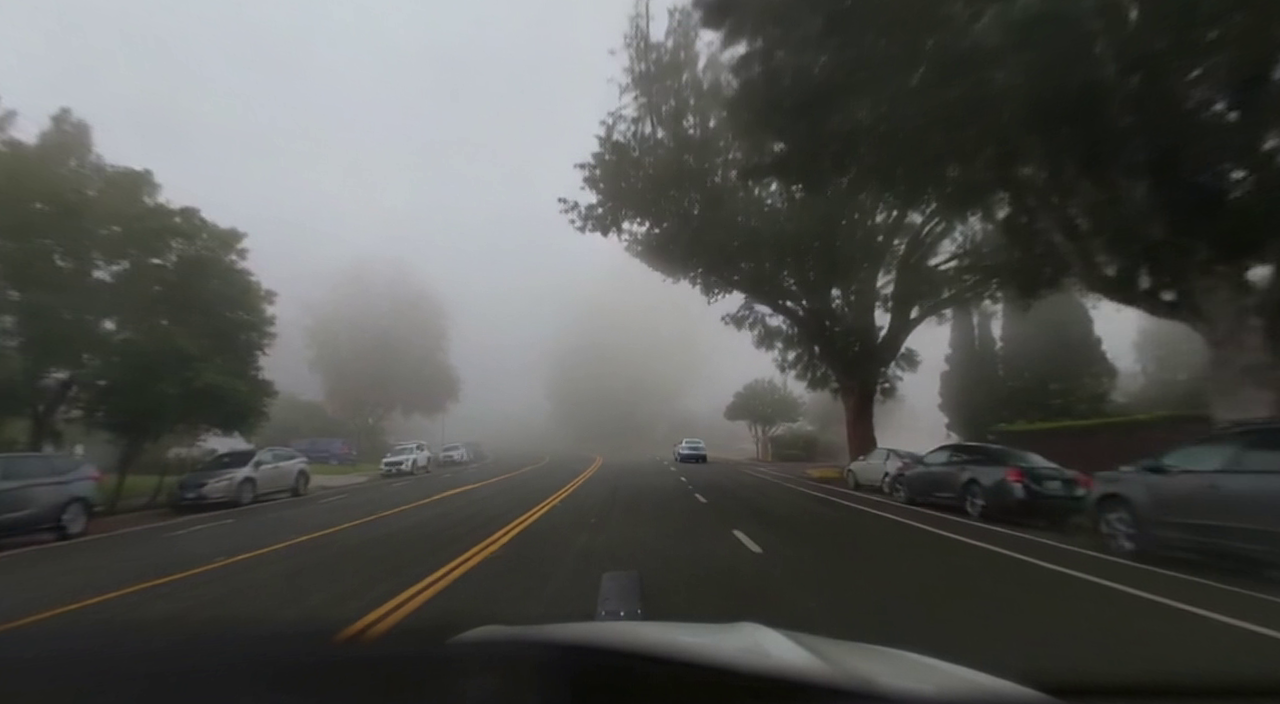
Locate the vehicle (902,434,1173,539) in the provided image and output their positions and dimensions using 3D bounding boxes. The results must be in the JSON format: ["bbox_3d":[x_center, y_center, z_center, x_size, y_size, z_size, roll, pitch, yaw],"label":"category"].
[{"bbox_3d":[7.385,2.511,12.638,1.900,1.634,5.232,0,-8,-2],"label":"vehicle"}]

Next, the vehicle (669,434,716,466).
[{"bbox_3d":[2.869,5.499,35.583,1.951,1.620,4.582,1,-8,-4],"label":"vehicle"}]

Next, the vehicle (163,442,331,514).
[{"bbox_3d":[-11.472,3.652,18.968,2.049,1.848,4.693,0,-8,-1],"label":"vehicle"}]

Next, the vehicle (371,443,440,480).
[{"bbox_3d":[-12.189,5.707,33.204,2.032,1.773,4.471,0,-8,-2],"label":"vehicle"}]

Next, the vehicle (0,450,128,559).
[{"bbox_3d":[-11.574,2.601,10.873,1.921,1.770,4.265,0,-8,-1],"label":"vehicle"}]

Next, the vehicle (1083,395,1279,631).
[{"bbox_3d":[7.301,1.590,6.262,2.081,2.286,4.941,0,-8,-1],"label":"vehicle"}]

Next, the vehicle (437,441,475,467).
[{"bbox_3d":[-13.487,7.475,46.562,2.146,1.806,4.733,1,-8,-9],"label":"vehicle"}]
